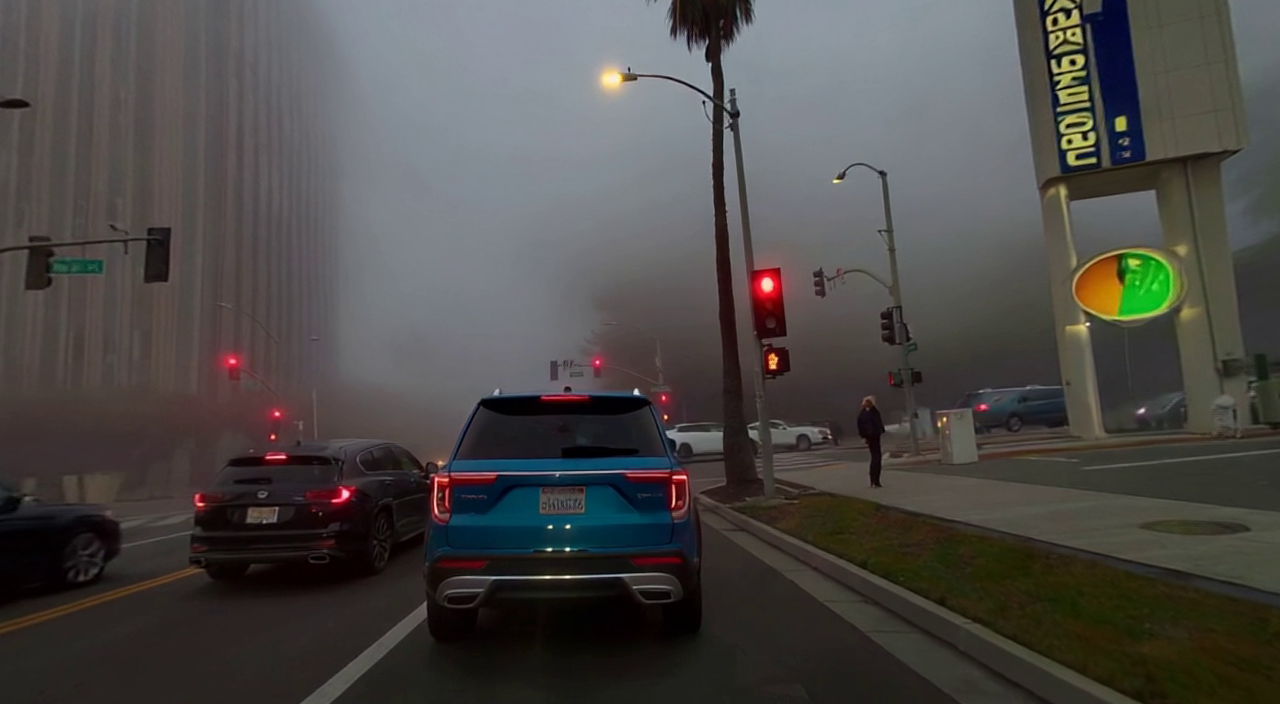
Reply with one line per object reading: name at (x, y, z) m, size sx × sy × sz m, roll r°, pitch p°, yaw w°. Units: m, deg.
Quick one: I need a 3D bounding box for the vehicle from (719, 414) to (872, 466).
vehicle at (5.265, 3.052, 21.893) m, size 4.712 × 1.706 × 1.956 m, roll 0°, pitch -8°, yaw -3°

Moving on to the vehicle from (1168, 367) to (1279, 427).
vehicle at (22.687, 1.688, 22.935) m, size 5.033 × 1.999 × 2.259 m, roll 0°, pitch -8°, yaw -4°

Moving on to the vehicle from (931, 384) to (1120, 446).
vehicle at (13.561, 2.290, 22.468) m, size 5.307 × 2.076 × 2.122 m, roll 0°, pitch -8°, yaw -3°

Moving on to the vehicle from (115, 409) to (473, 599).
vehicle at (-3.813, 1.750, 8.335) m, size 2.097 × 1.692 × 5.030 m, roll 0°, pitch -8°, yaw -3°

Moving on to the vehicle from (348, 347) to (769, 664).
vehicle at (-0.545, 1.266, 6.317) m, size 2.519 × 1.913 × 4.819 m, roll 0°, pitch -8°, yaw -2°
